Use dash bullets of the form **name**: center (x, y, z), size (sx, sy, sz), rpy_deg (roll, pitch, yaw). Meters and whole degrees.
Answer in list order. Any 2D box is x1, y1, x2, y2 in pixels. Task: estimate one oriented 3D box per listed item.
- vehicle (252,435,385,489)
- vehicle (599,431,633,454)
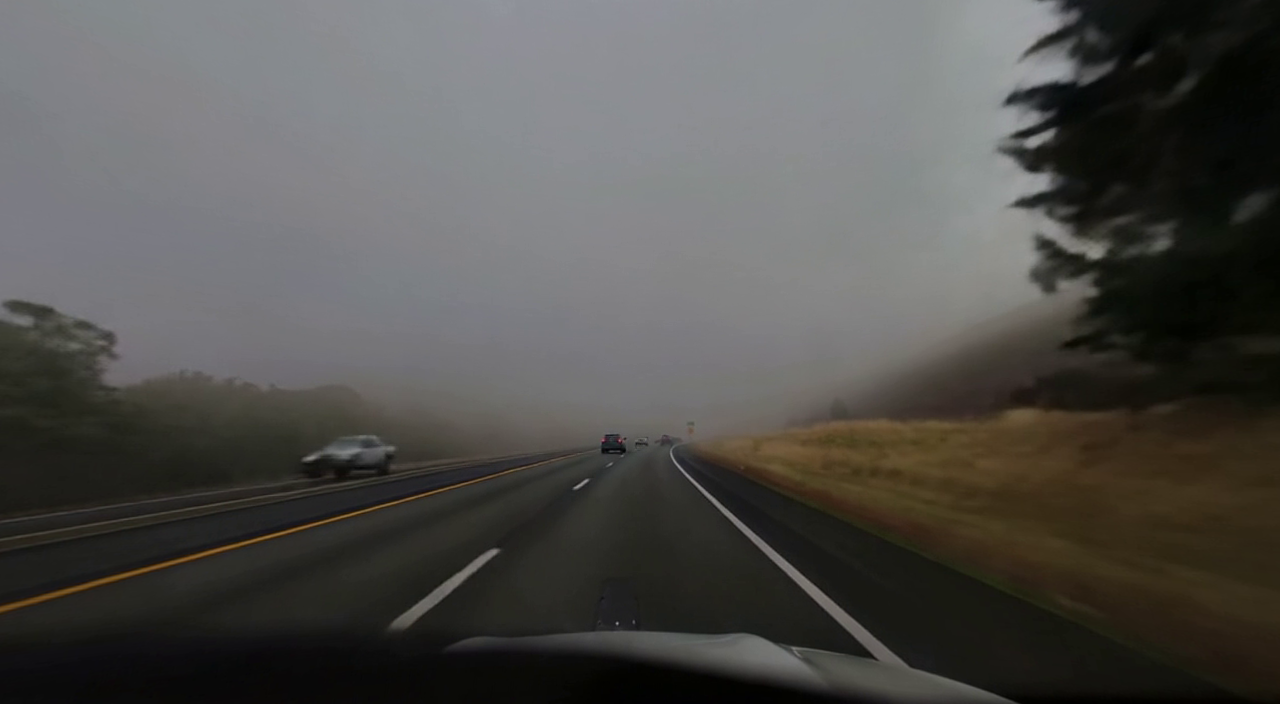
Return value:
- **vehicle**: center (-9.491, 3.238, 19.016), size (1.850, 1.450, 3.951), rpy_deg (0, -8, 1)
- **vehicle**: center (-1.729, 6.711, 46.867), size (2.123, 1.629, 4.180), rpy_deg (0, -8, 3)
